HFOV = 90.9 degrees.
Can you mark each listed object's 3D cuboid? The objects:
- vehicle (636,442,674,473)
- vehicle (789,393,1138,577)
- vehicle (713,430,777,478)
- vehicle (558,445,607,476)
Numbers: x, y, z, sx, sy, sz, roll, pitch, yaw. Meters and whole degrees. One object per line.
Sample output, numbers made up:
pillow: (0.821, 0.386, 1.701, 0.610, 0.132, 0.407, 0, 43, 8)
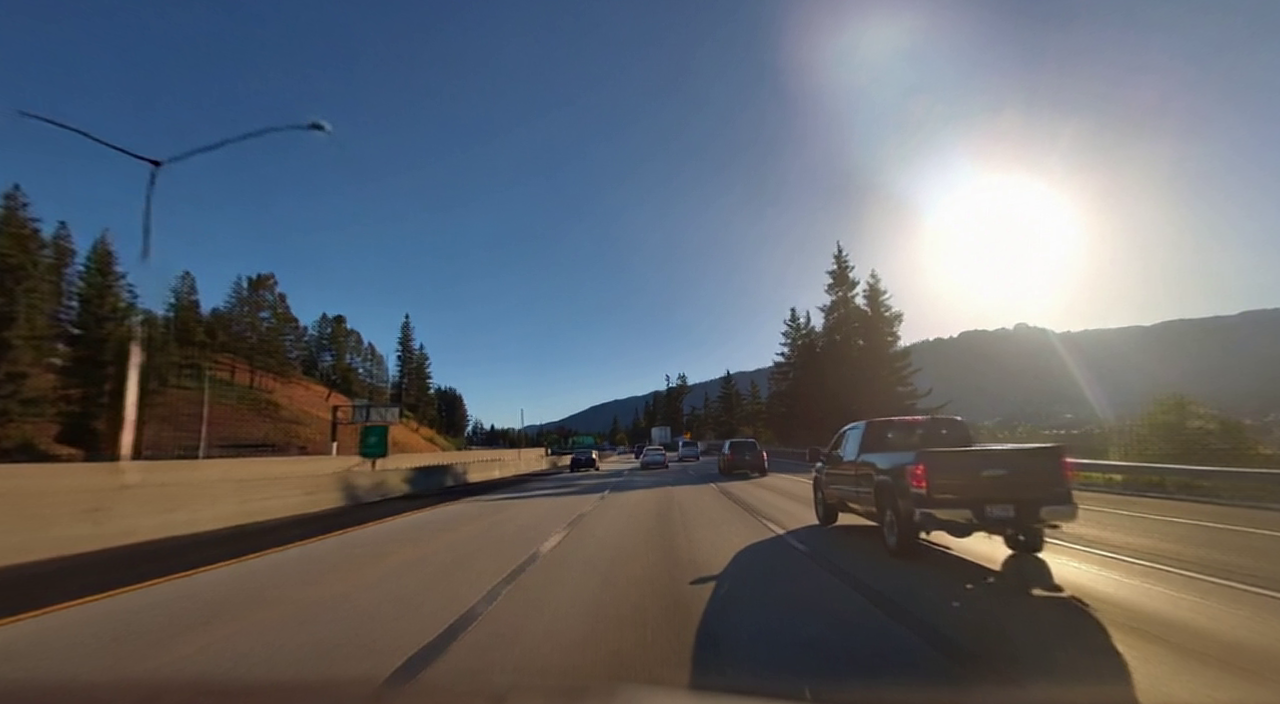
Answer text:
vehicle: (0.768, 5.715, 34.402, 1.959, 1.604, 4.065, 0, -8, 0)
vehicle: (3.895, 1.742, 9.112, 2.229, 1.837, 5.387, 0, -8, 1)
vehicle: (4.679, 4.612, 28.753, 2.057, 1.958, 4.495, 0, -9, -1)
vehicle: (-3.031, 5.840, 34.188, 2.109, 1.530, 4.646, 0, -8, 1)
